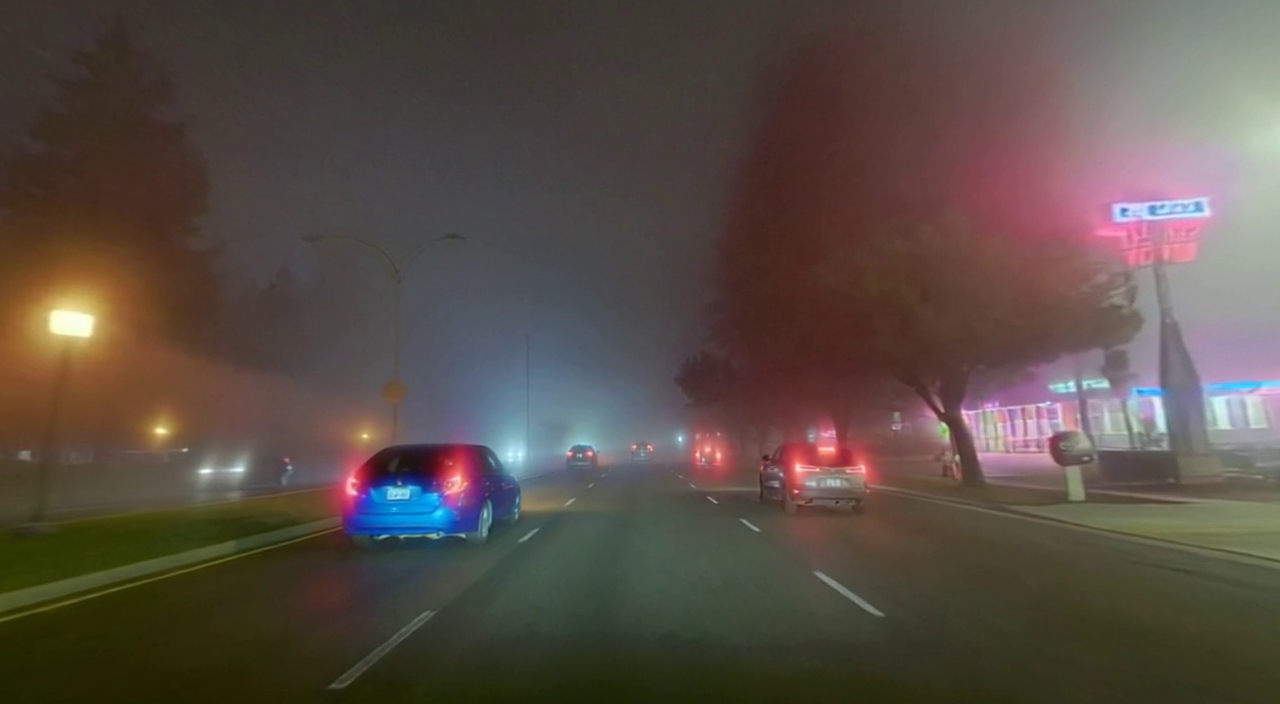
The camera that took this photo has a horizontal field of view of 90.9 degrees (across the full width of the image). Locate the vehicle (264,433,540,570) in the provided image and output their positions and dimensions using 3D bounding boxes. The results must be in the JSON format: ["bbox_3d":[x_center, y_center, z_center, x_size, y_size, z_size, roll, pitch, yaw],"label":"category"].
[{"bbox_3d":[-2.976,1.988,9.337,2.082,1.460,4.922,0,-8,1],"label":"vehicle"}]

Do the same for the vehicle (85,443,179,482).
[{"bbox_3d":[-39.776,8.647,49.479,5.275,2.878,2.410,-2,-8,2],"label":"vehicle"}]

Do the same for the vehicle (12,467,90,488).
[{"bbox_3d":[-46.058,9.801,49.316,4.359,1.456,1.744,-1,-9,2],"label":"vehicle"}]

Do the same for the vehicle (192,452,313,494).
[{"bbox_3d":[-15.329,4.789,25.317,1.858,1.468,4.666,0,-8,1],"label":"vehicle"}]

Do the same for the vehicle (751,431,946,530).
[{"bbox_3d":[3.594,2.310,11.984,2.036,1.480,4.659,0,-8,-1],"label":"vehicle"}]

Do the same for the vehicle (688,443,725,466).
[{"bbox_3d":[4.466,6.985,43.128,1.996,1.443,4.270,0,-8,-1],"label":"vehicle"}]

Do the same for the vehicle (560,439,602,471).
[{"bbox_3d":[-3.349,5.971,36.755,1.981,1.731,4.360,0,-8,1],"label":"vehicle"}]
